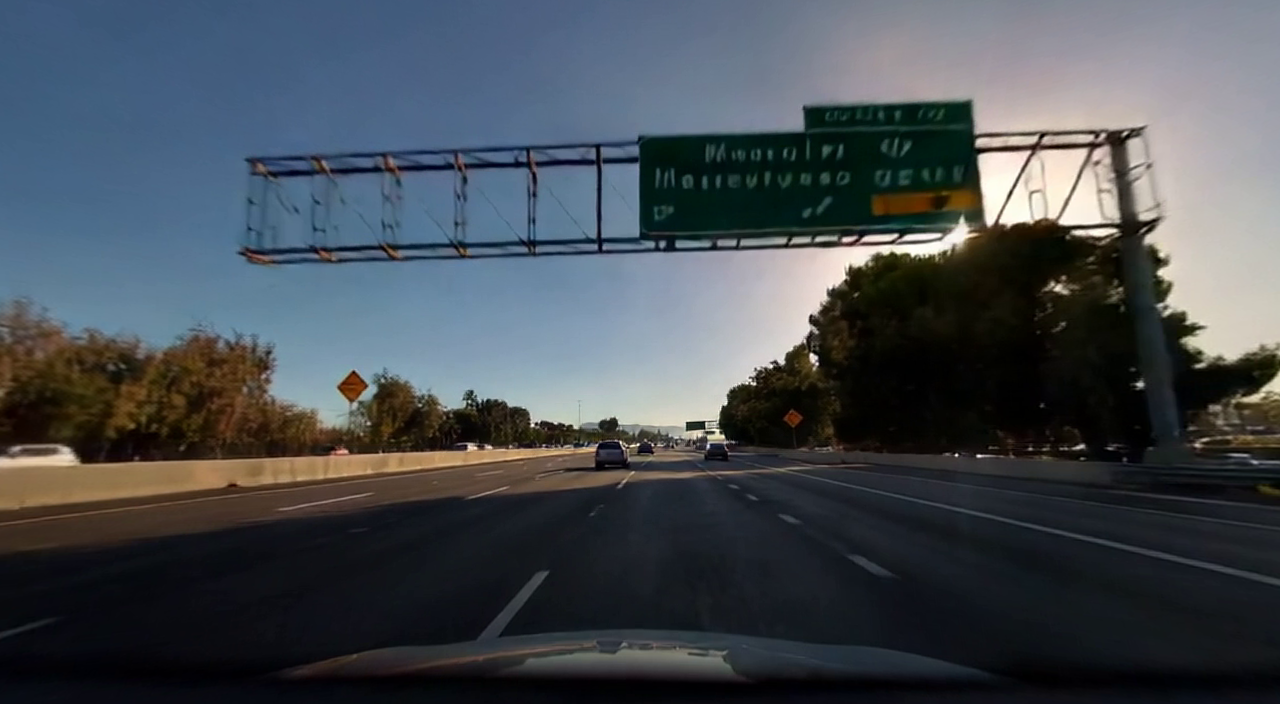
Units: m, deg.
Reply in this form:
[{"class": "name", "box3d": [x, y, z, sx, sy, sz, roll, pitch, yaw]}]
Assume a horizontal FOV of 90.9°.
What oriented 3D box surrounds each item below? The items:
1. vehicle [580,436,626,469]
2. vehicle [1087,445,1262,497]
[{"class": "vehicle", "box3d": [-2.012, 5.656, 35.631, 2.196, 1.733, 4.355, 0, -8, 1]}, {"class": "vehicle", "box3d": [17.653, 3.906, 21.184, 1.818, 1.497, 4.469, 0, -8, -3]}]
